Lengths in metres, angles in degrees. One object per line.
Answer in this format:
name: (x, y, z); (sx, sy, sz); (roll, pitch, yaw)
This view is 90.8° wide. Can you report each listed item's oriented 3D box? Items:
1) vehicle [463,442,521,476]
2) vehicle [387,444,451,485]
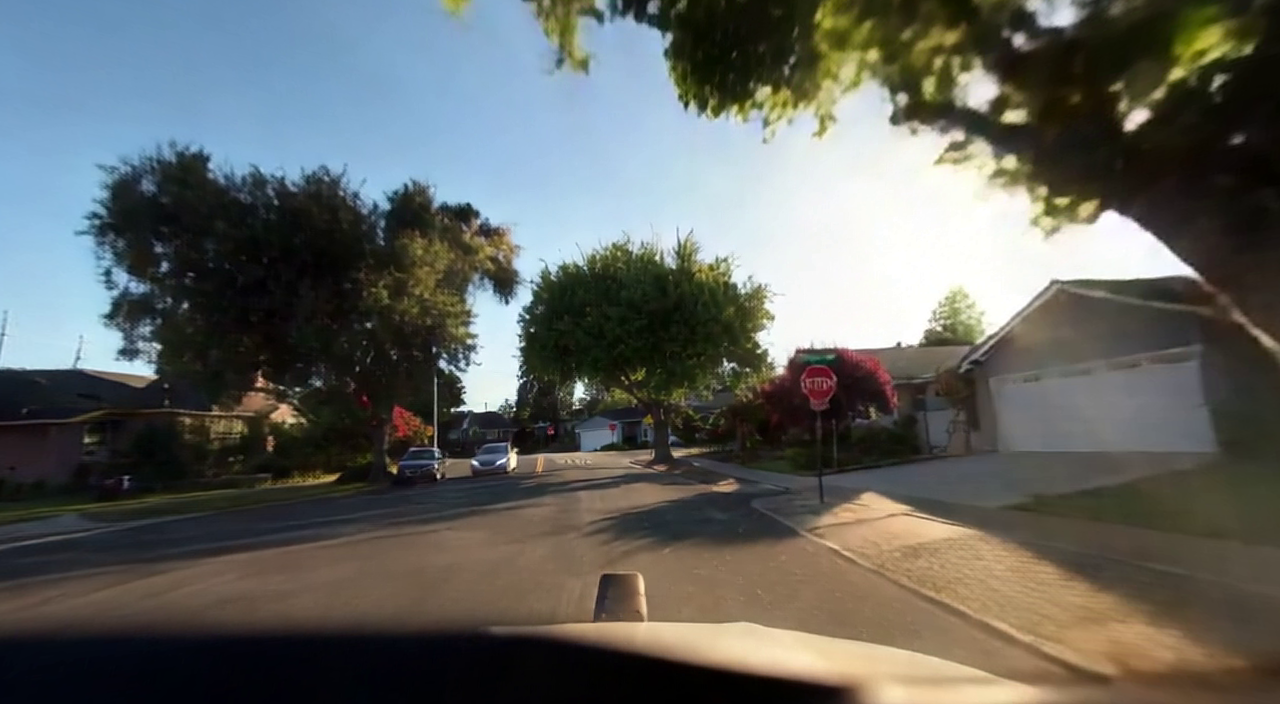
vehicle: (-7.131, 5.179, 30.877); (2.146, 1.506, 4.885); (1, -9, -6)
vehicle: (-9.801, 4.962, 28.350); (1.994, 1.656, 4.334); (1, -9, -10)
